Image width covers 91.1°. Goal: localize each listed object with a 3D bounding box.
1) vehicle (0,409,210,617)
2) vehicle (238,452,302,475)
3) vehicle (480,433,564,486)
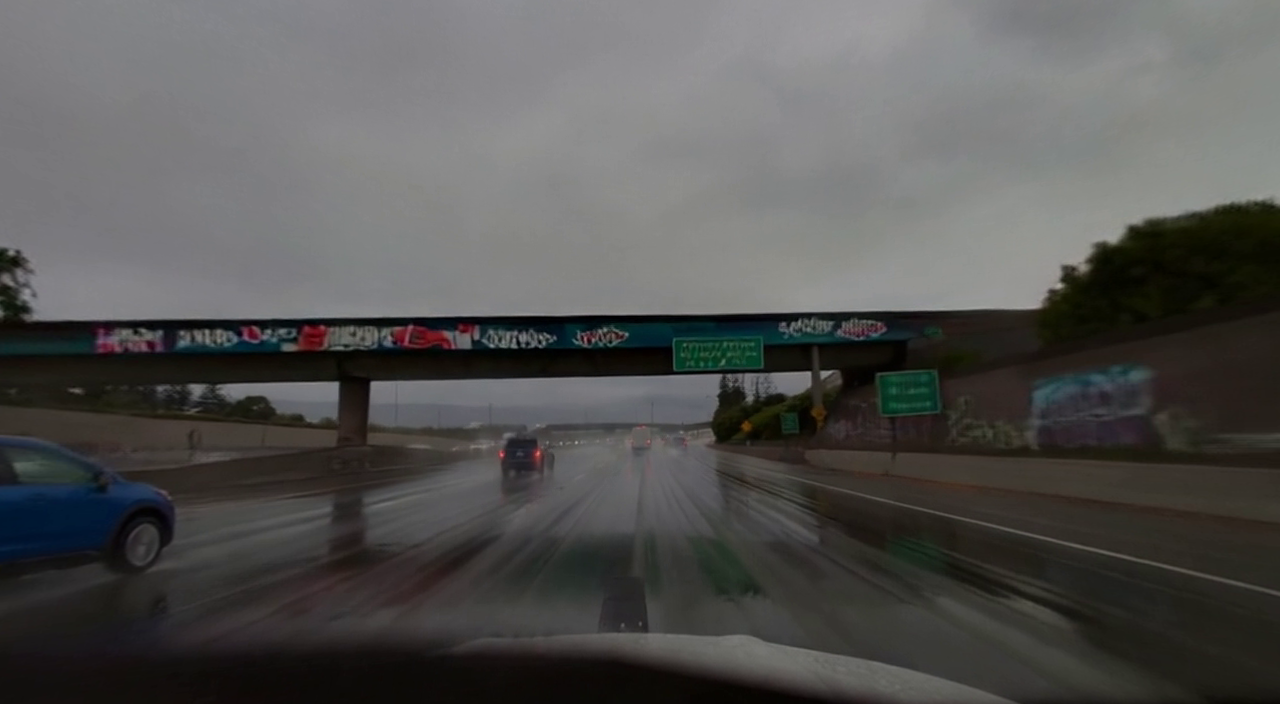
[{"bbox_3d":[-6.057,1.333,5.371,1.969,1.633,3.962,0,-8,-1],"label":"vehicle"},{"bbox_3d":[-24.952,7.503,42.506,1.802,1.451,4.199,0,-8,0],"label":"vehicle"},{"bbox_3d":[-4.110,3.824,22.658,2.154,1.693,4.394,0,-8,0],"label":"vehicle"}]
